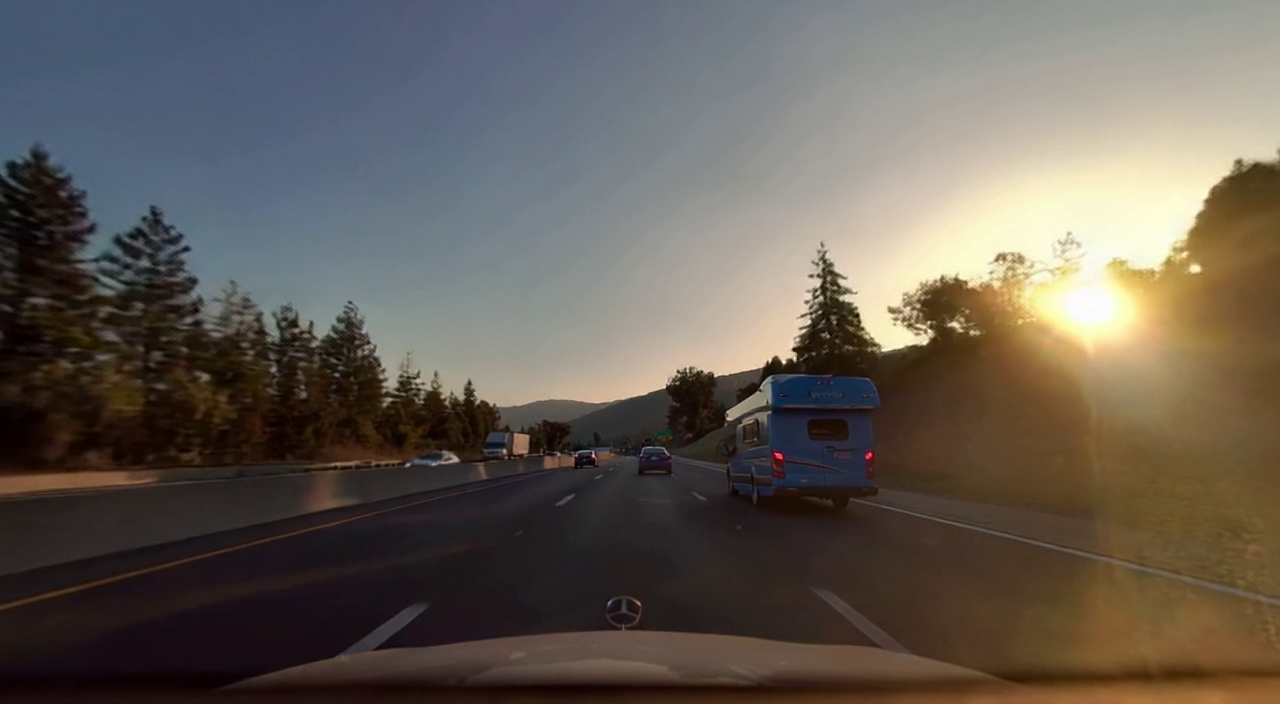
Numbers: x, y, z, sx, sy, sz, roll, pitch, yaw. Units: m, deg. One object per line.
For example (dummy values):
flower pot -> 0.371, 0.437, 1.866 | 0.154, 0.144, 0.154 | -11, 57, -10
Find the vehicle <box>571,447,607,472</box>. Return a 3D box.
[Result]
vehicle -> -3.305, 7.112, 41.975 | 1.959, 1.502, 4.559 | 0, -9, 1

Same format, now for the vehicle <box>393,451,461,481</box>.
vehicle -> -11.129, 5.964, 33.292 | 1.935, 1.447, 4.594 | 0, -9, 1

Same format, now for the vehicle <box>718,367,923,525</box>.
vehicle -> 3.790, 2.270, 15.370 | 2.607, 2.910, 7.252 | 0, -9, -2

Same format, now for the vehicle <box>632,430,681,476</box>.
vehicle -> 0.850, 5.597, 35.103 | 2.524, 2.310, 4.986 | 0, -9, 0
